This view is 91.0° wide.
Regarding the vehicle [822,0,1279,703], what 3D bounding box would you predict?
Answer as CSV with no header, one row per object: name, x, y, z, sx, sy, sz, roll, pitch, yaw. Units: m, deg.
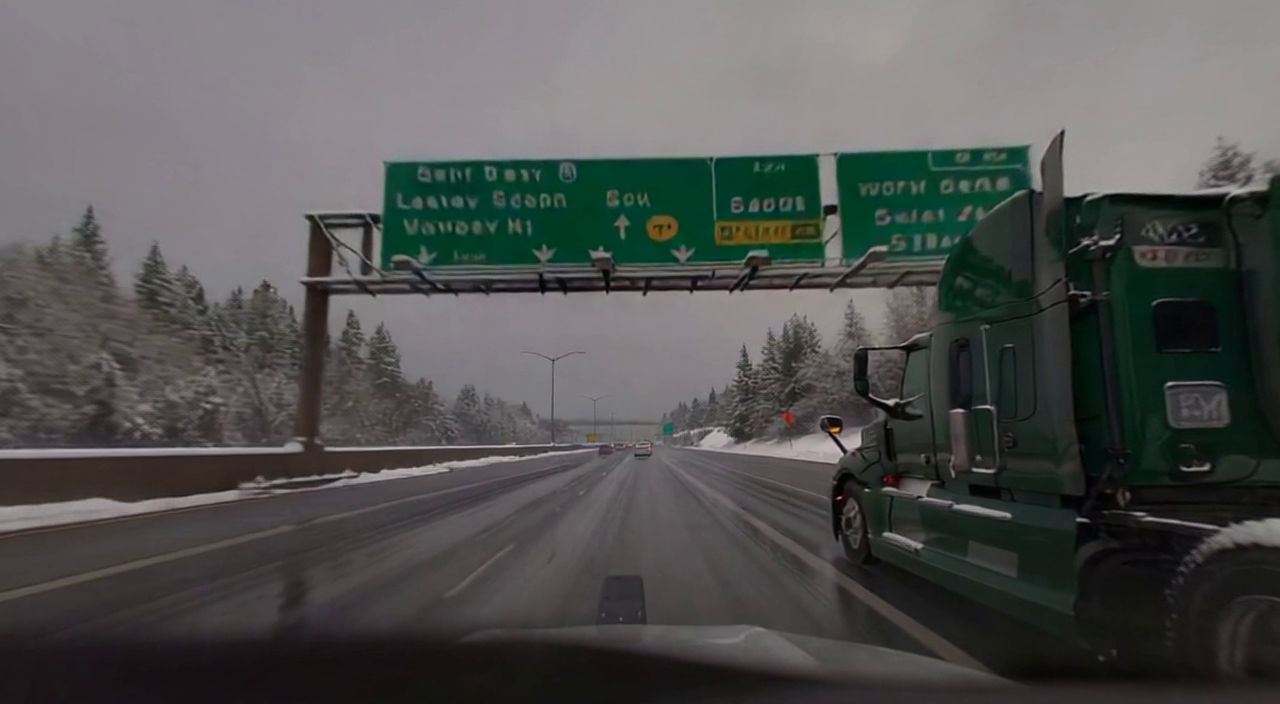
vehicle,4.024,0.184,5.395,3.042,4.037,7.253,0,-9,3
